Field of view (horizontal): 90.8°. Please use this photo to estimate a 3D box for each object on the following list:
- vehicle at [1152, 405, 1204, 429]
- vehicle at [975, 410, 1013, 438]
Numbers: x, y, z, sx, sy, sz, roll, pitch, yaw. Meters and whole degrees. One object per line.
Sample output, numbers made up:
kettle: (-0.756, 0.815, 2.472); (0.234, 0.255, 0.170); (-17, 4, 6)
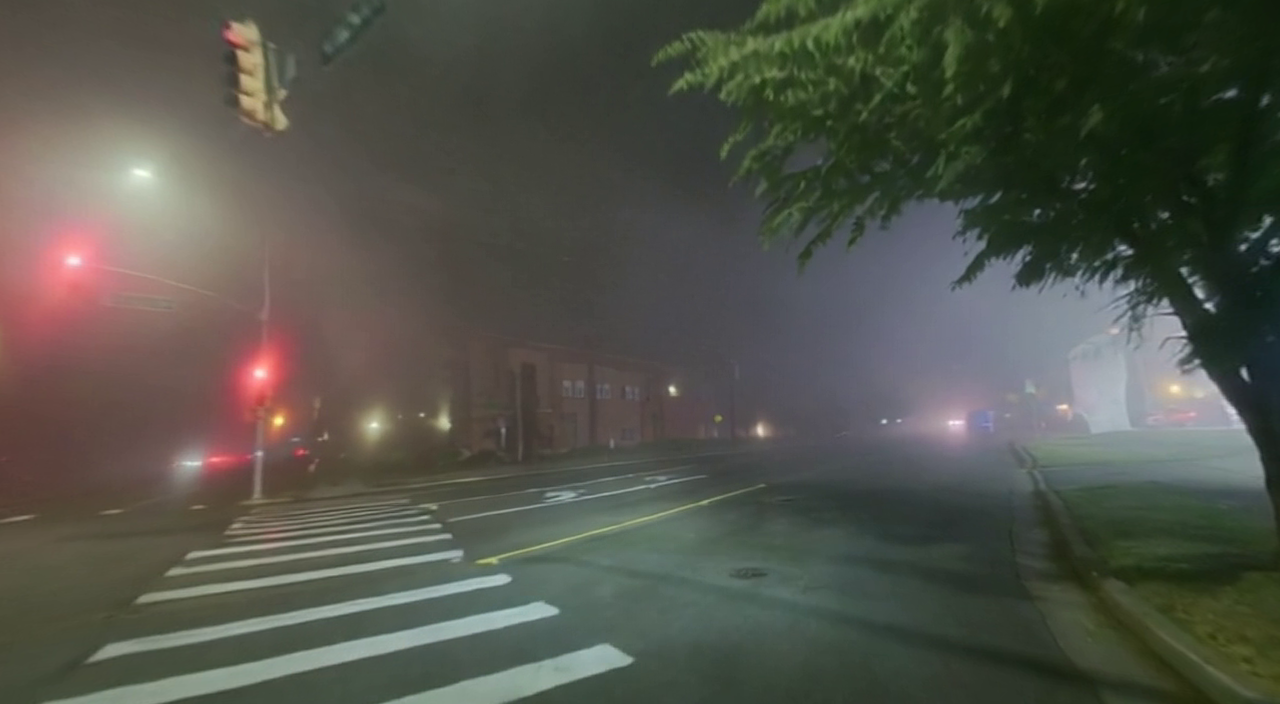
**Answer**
vehicle: (35.721, 4.368, 42.057); (1.919, 1.411, 4.440); (-6, -10, 32)
vehicle: (26.935, 5.526, 48.007); (2.194, 1.896, 5.049); (-5, -10, 31)
